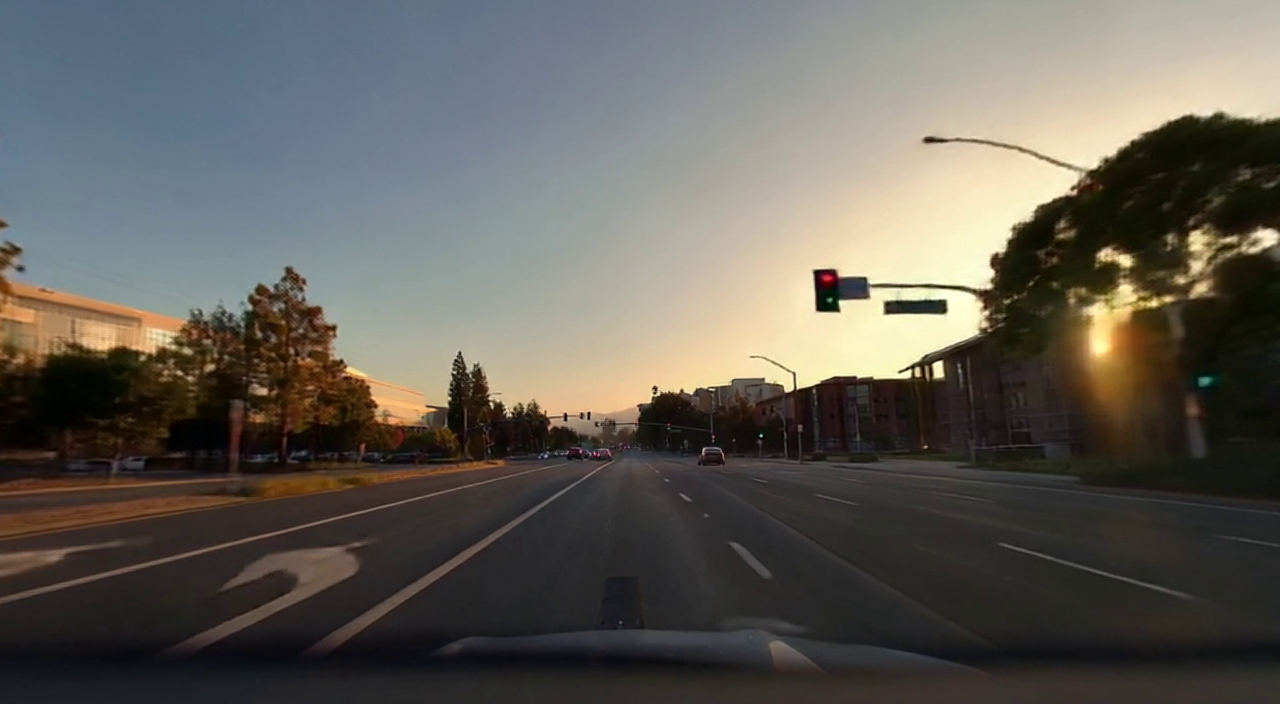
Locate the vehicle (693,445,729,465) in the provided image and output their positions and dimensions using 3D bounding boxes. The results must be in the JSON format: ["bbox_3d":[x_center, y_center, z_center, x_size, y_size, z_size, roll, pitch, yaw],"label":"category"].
[{"bbox_3d":[5.409,7.920,48.738,2.187,1.475,4.529,0,-8,-2],"label":"vehicle"}]
